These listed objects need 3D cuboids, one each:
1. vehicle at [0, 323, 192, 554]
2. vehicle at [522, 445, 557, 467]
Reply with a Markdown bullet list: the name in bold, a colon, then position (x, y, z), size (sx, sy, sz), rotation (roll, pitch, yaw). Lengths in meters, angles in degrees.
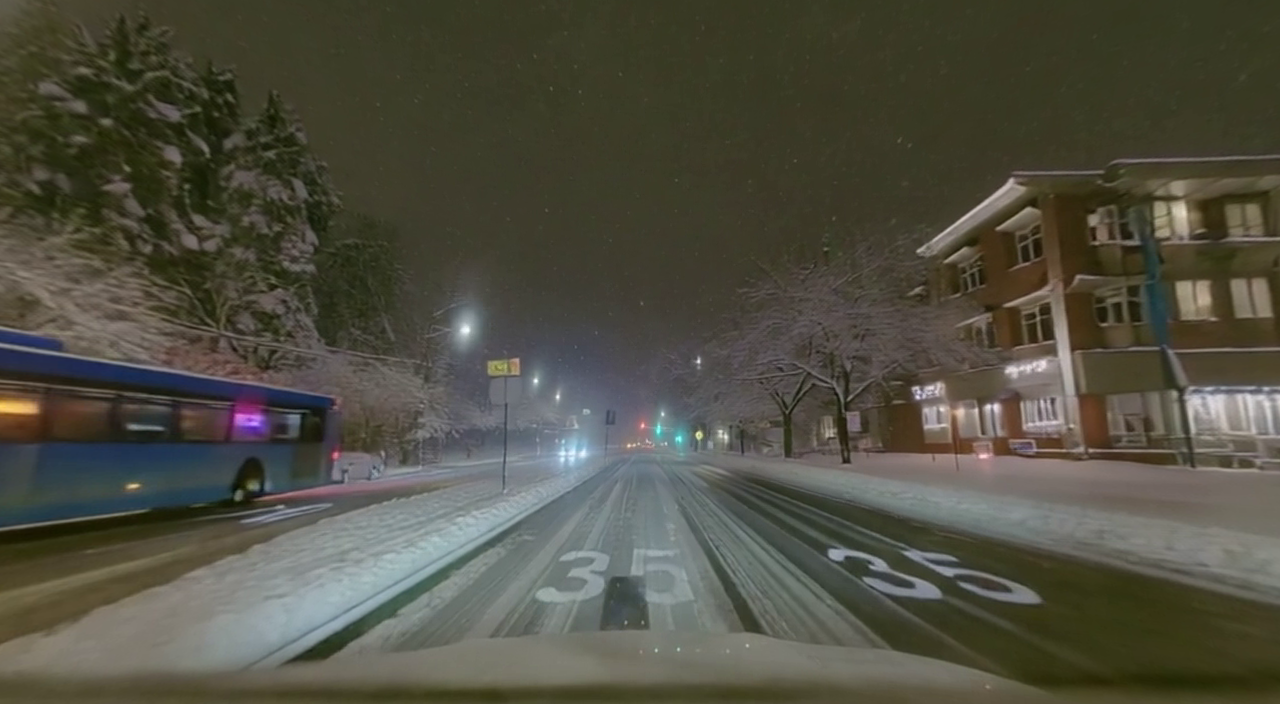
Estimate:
- **vehicle**: position (-11.072, 1.106, 8.166), size (3.052, 3.397, 10.003), rotation (0, -8, 1)
- **vehicle**: position (-7.426, 7.701, 46.896), size (1.911, 1.472, 4.582), rotation (0, -8, 0)
